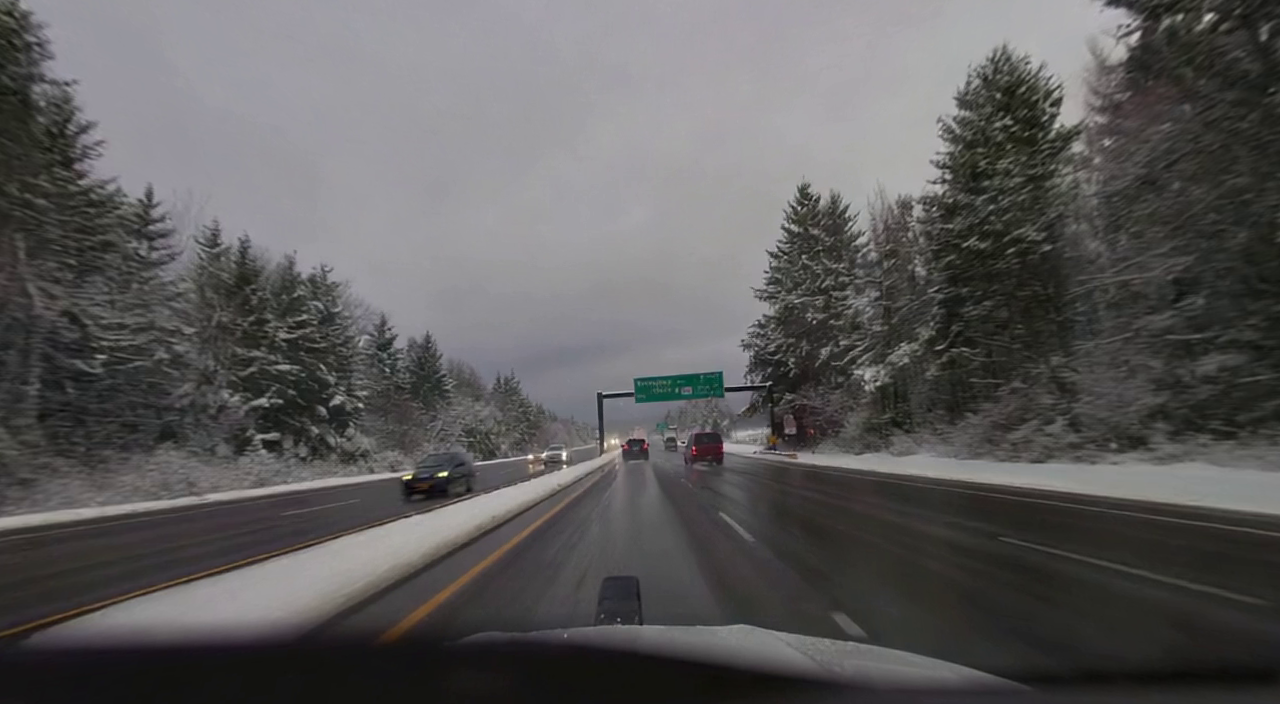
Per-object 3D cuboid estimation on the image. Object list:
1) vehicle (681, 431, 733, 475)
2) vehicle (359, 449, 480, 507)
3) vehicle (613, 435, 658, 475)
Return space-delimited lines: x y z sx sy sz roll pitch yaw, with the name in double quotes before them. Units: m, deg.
"vehicle" 3.268 5.070 31.640 1.981 1.984 4.623 0 -9 -2
"vehicle" -6.602 3.801 19.482 2.057 1.543 4.722 0 -9 0
"vehicle" -0.216 5.426 33.247 2.192 1.912 4.524 0 -9 0
